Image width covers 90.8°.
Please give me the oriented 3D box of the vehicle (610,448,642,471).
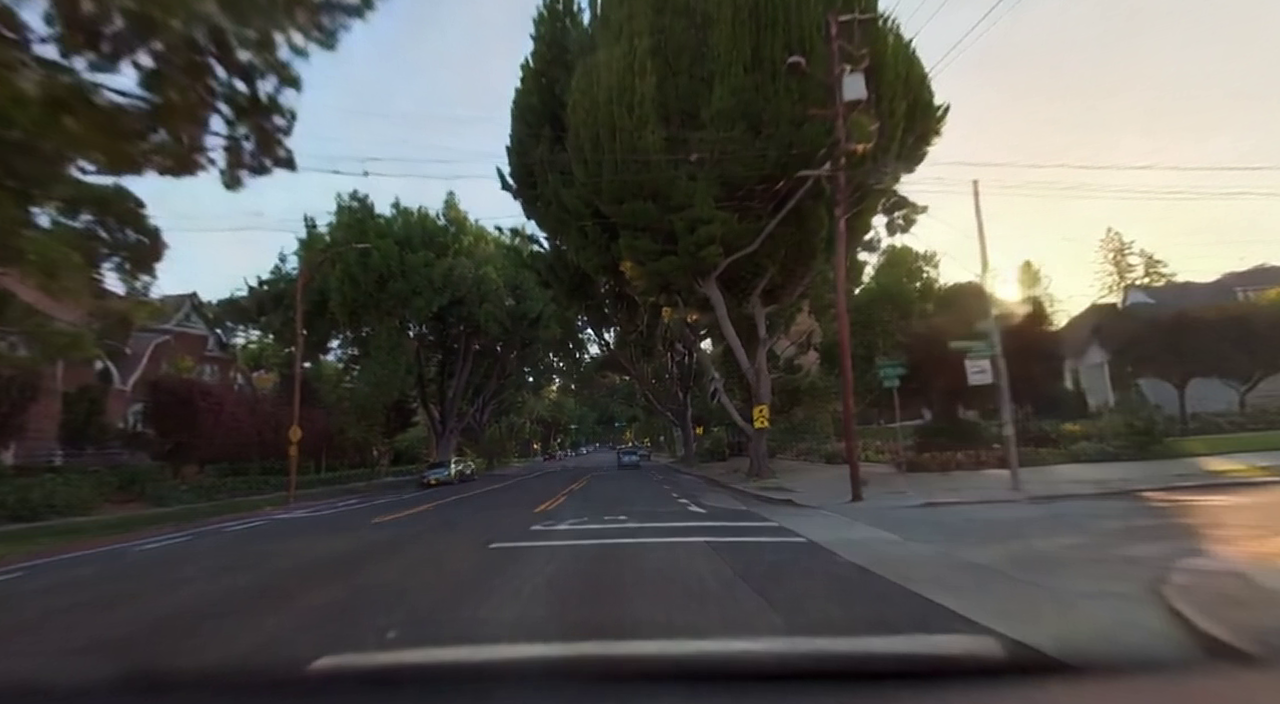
[{"bbox_3d":[-1.017,7.500,44.230,2.104,1.500,3.815,0,-9,-2],"label":"vehicle"}]
